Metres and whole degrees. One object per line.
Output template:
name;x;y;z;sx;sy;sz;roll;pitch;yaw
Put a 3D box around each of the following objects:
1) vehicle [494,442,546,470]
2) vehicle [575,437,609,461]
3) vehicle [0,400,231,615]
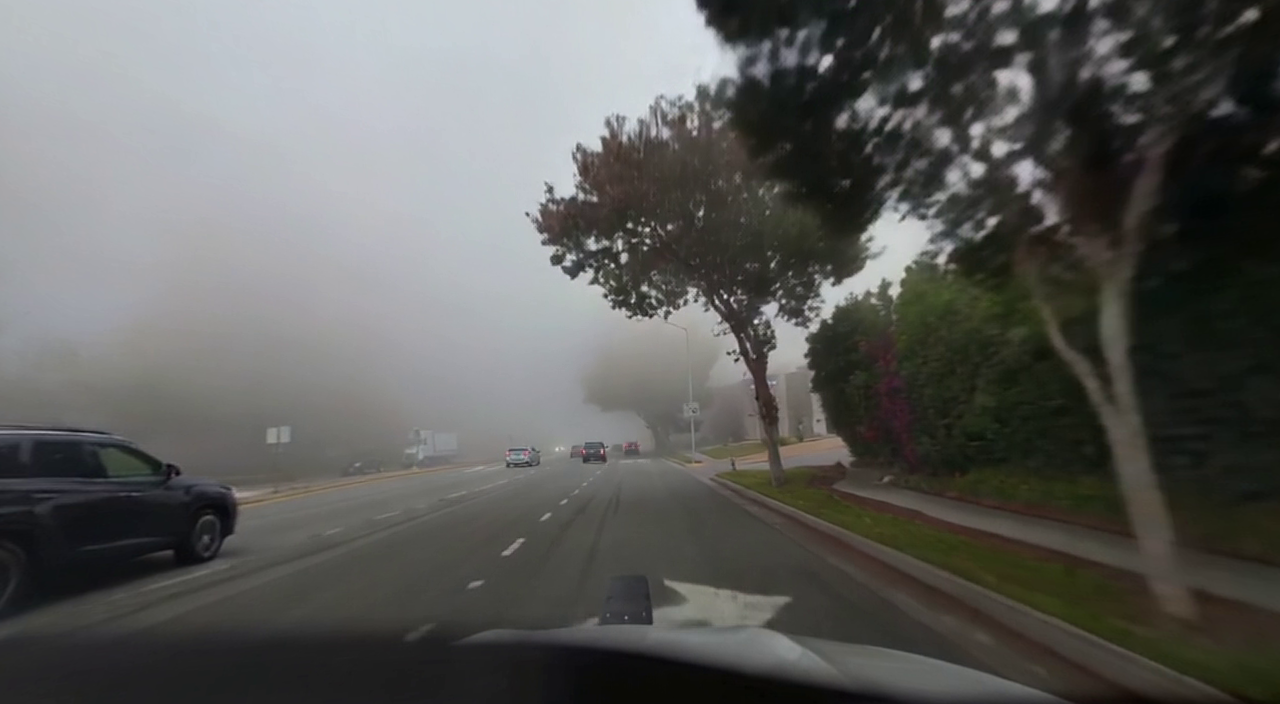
vehicle;-6.689;5.849;35.628;2.072;1.427;4.328;0;-9;0
vehicle;-3.402;7.034;45.582;2.100;1.661;3.837;0;-9;1
vehicle;-6.586;1.421;5.955;2.137;1.835;4.844;0;-9;0
